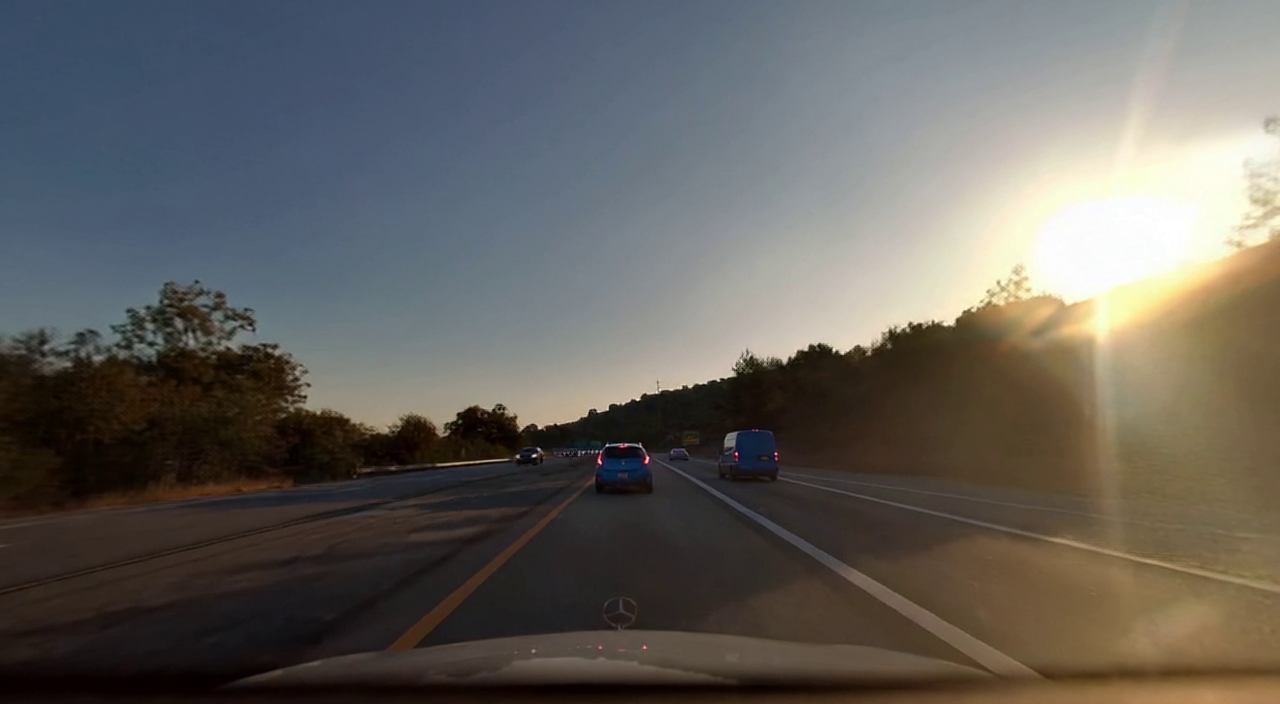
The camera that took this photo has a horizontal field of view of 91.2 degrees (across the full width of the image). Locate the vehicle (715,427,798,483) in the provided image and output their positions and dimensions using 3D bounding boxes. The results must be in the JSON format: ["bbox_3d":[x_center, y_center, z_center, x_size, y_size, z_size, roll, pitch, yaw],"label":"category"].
[{"bbox_3d":[4.451,4.050,24.855,2.261,1.952,4.784,0,-9,-1],"label":"vehicle"}]

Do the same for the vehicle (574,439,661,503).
[{"bbox_3d":[-0.529,3.083,16.603,2.029,1.483,3.769,0,-9,0],"label":"vehicle"}]
